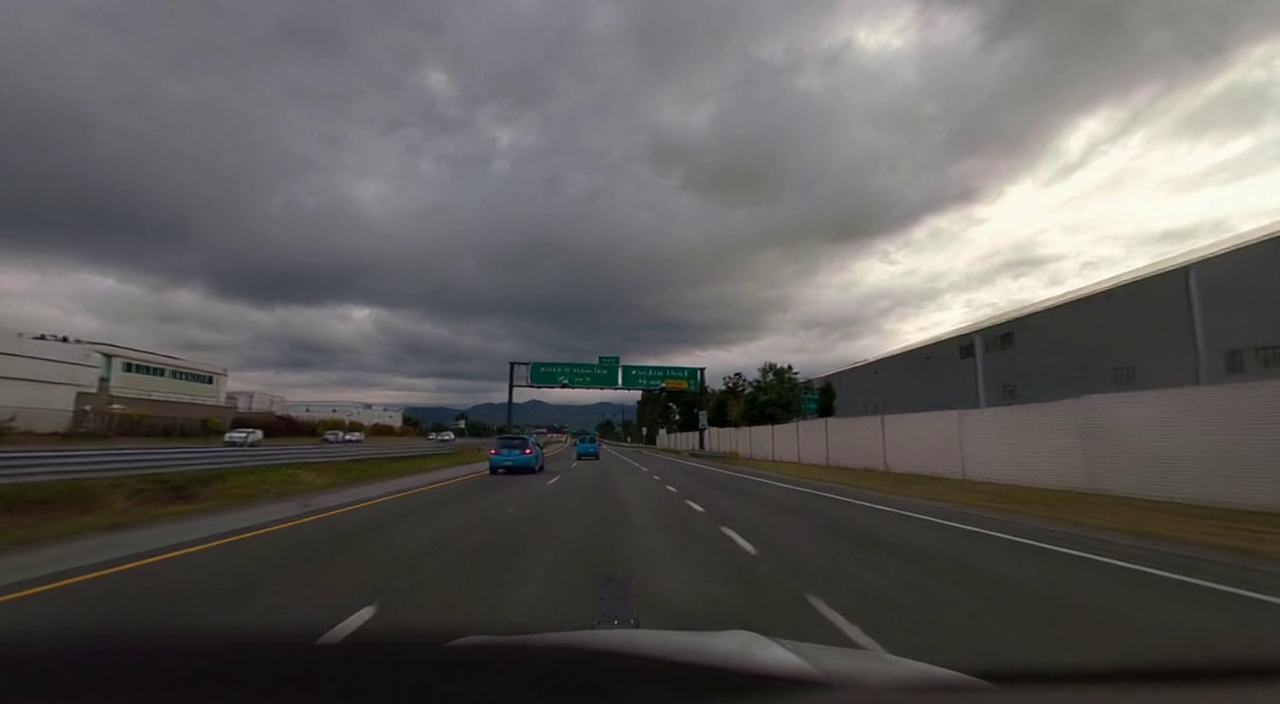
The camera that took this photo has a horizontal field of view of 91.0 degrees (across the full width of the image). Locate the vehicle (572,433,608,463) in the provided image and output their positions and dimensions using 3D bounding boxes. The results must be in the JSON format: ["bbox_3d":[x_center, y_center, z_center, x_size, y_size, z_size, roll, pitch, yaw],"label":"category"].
[{"bbox_3d":[-3.370,6.553,43.236,2.260,1.901,4.665,0,-8,-2],"label":"vehicle"}]

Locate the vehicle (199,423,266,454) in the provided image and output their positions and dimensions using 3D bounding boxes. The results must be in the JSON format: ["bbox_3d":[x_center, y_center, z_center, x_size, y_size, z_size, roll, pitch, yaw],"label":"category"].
[{"bbox_3d":[-31.488,6.672,48.868,2.173,2.174,5.446,4,-8,-9],"label":"vehicle"}]

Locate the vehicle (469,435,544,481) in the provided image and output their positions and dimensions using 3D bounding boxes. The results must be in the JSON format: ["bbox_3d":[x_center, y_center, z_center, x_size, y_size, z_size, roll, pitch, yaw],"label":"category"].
[{"bbox_3d":[-4.893,3.936,23.719,2.045,1.547,4.162,0,-8,-2],"label":"vehicle"}]
